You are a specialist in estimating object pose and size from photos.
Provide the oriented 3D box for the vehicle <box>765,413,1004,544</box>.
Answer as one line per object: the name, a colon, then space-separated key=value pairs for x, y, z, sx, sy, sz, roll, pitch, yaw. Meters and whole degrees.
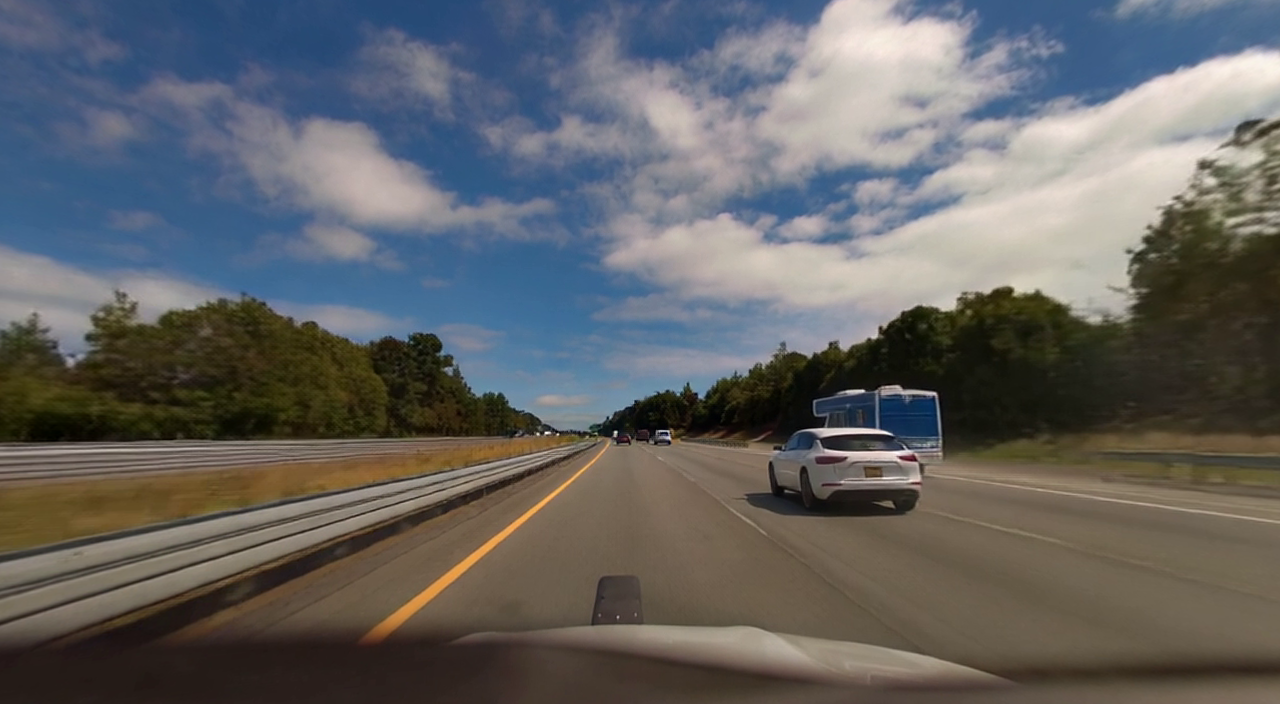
vehicle: x=3.341 y=1.781 z=9.586 sx=2.002 sy=1.569 sz=3.845 roll=0 pitch=-8 yaw=-1
